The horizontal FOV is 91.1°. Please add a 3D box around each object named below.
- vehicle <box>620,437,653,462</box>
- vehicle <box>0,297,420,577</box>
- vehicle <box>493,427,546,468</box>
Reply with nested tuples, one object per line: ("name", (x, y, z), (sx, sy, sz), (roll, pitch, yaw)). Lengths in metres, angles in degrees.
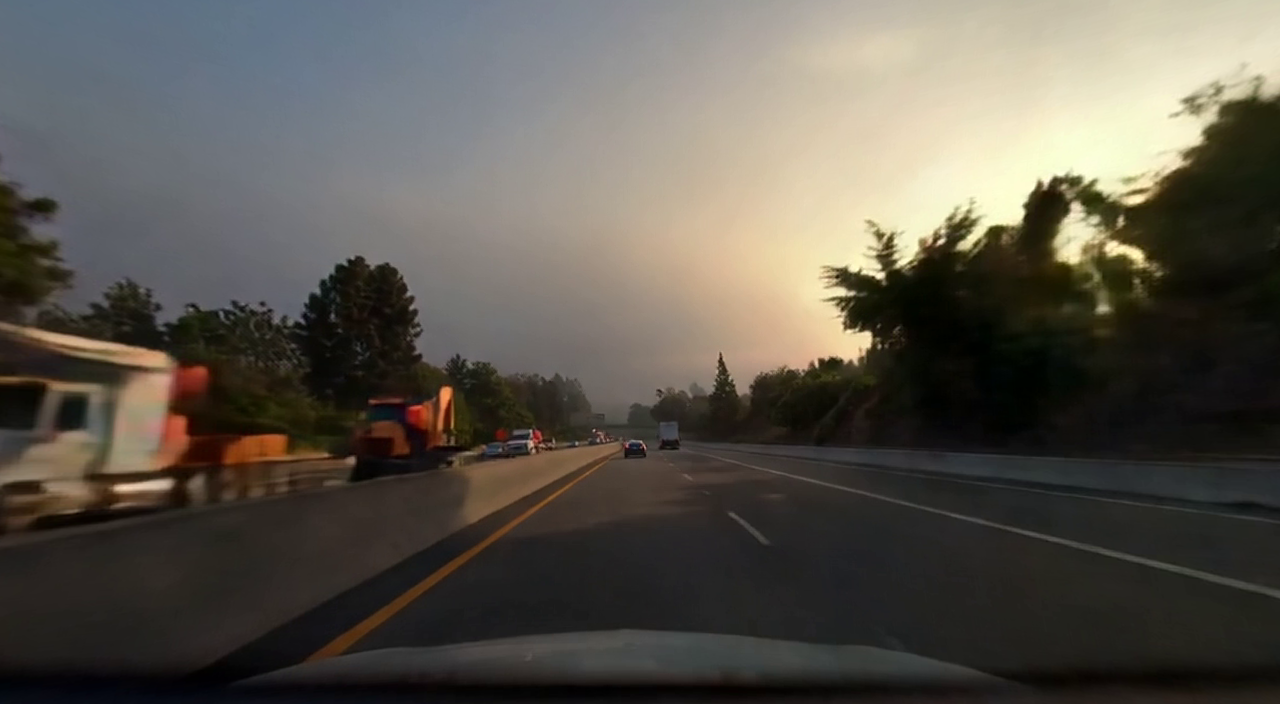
("vehicle", (-0.269, 6.289, 40.582), (2.004, 1.472, 4.075), (0, -8, -1))
("vehicle", (-8.066, 1.768, 13.063), (3.088, 3.551, 10.063), (-1, -8, 2))
("vehicle", (-8.155, 6.490, 43.061), (2.453, 2.460, 6.190), (-3, -8, -1))
